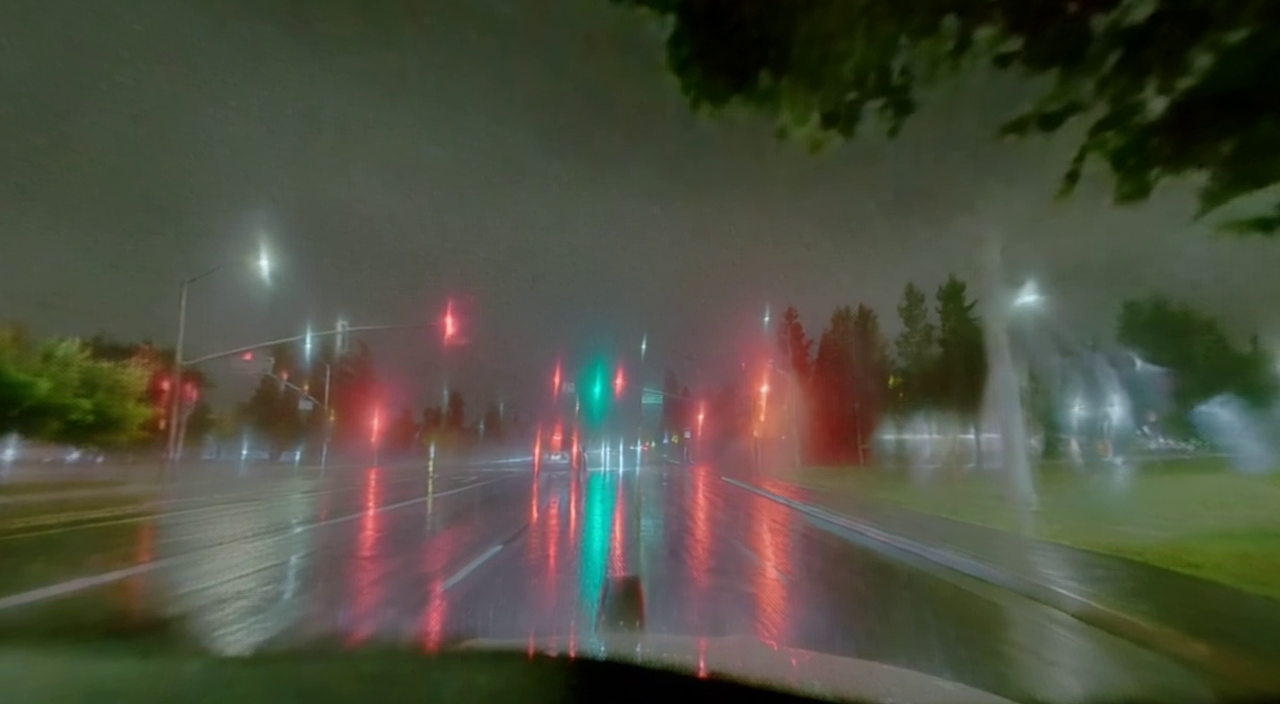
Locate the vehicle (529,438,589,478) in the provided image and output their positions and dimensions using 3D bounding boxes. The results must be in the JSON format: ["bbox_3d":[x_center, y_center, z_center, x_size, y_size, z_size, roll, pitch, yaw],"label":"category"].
[{"bbox_3d":[-3.465,4.629,27.862,2.076,1.599,4.483,0,-9,0],"label":"vehicle"}]
